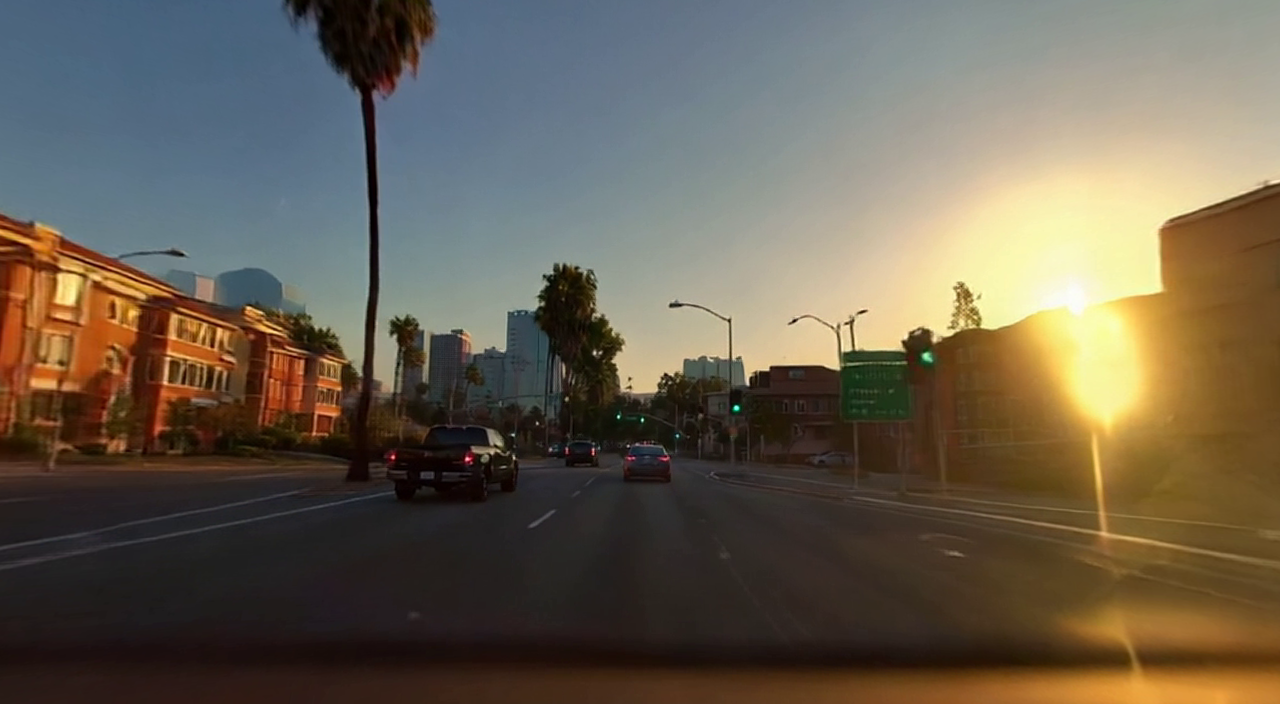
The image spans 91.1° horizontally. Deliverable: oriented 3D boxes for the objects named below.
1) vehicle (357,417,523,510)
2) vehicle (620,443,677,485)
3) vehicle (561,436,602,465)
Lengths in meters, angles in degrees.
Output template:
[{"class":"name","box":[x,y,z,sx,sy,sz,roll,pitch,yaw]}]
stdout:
[{"class":"vehicle","box":[-4.759,2.783,16.210,2.187,1.904,6.103,0,-8,1]},{"class":"vehicle","box":[0.376,4.523,25.647,2.122,1.562,4.152,0,-8,1]},{"class":"vehicle","box":[-4.301,7.415,47.326,2.447,2.062,5.911,0,-8,1]}]
